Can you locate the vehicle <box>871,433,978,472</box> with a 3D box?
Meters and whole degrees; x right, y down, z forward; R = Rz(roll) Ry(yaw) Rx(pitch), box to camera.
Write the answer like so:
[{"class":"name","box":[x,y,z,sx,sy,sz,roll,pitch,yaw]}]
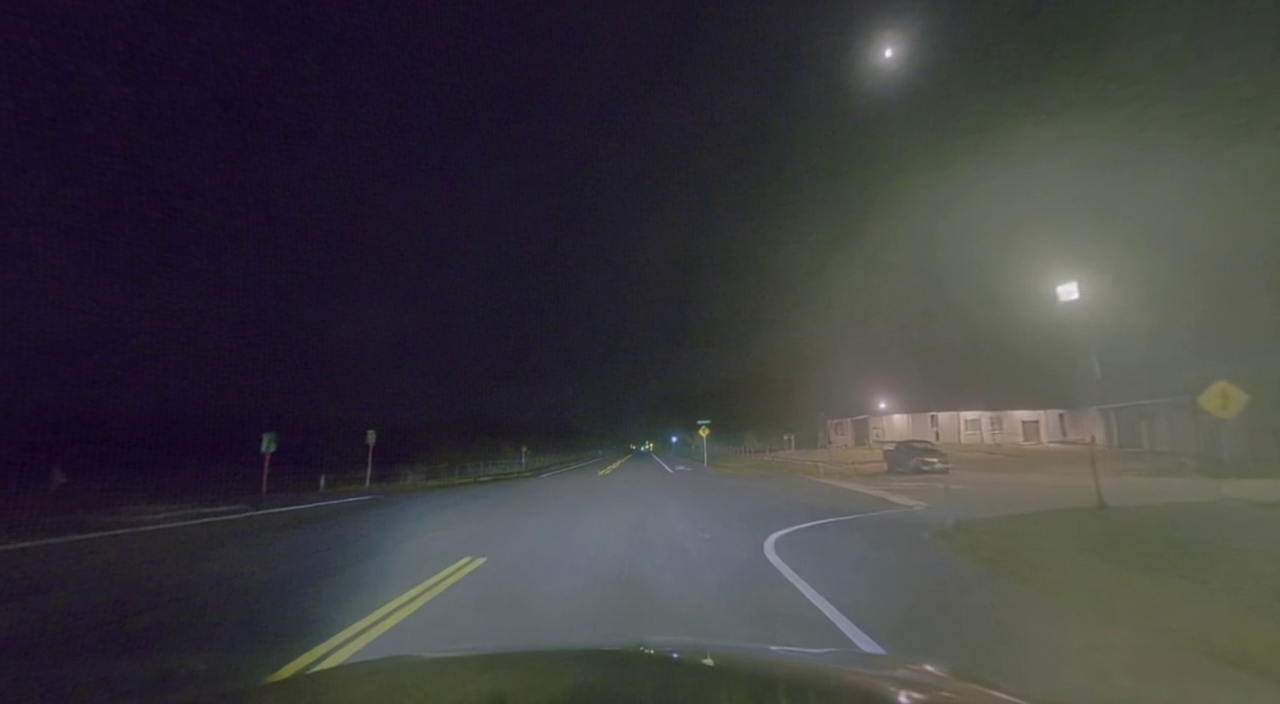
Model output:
[{"class":"vehicle","box":[14.440,5.117,32.350,2.037,1.829,4.919,3,-9,-21]}]
